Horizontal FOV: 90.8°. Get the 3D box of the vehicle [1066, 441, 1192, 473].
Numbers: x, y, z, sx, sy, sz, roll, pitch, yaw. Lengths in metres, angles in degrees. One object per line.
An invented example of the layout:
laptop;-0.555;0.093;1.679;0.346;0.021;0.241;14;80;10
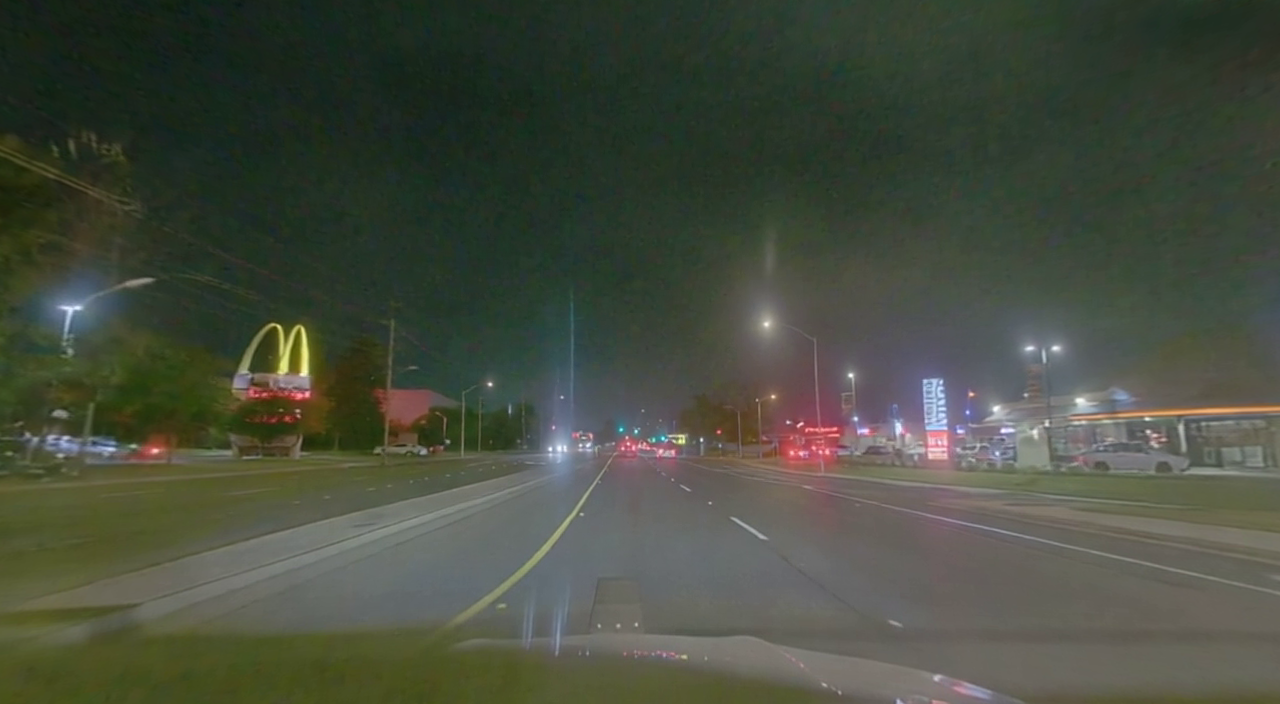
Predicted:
vehicle;24.607;5.246;31.958;2.066;1.467;4.486;5;-10;-31
